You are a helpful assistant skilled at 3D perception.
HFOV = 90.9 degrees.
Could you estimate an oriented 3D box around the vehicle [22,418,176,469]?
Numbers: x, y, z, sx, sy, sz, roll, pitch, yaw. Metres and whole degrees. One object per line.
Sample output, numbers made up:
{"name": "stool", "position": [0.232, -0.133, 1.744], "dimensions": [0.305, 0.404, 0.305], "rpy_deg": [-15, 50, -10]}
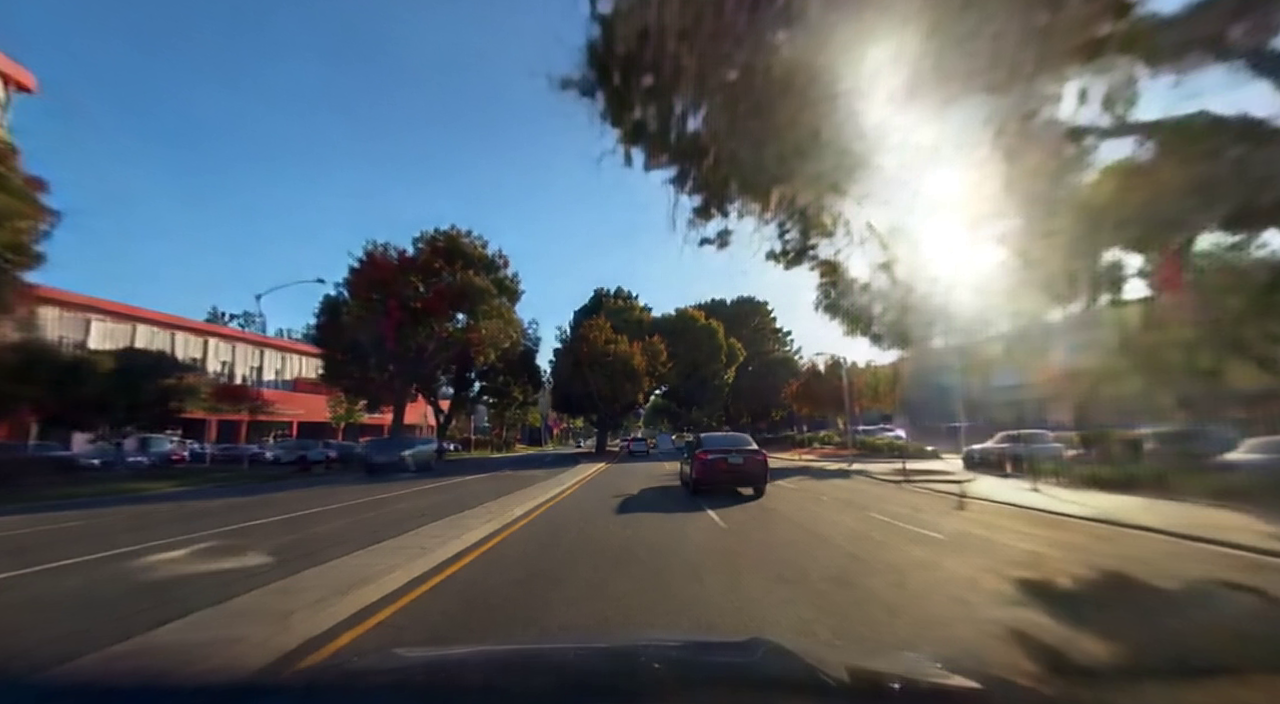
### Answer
{"name": "vehicle", "position": [-35.201, 5.994, 41.249], "dimensions": [7.010, 3.172, 3.077], "rpy_deg": [0, -8, -1]}

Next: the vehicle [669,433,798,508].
{"name": "vehicle", "position": [1.971, 2.702, 14.896], "dimensions": [2.091, 1.472, 4.697], "rpy_deg": [0, -8, -3]}

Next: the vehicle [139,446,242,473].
{"name": "vehicle", "position": [-23.461, 5.589, 32.976], "dimensions": [4.077, 1.342, 1.813], "rpy_deg": [-1, -8, 4]}

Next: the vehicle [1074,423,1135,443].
{"name": "vehicle", "position": [34.219, 6.028, 46.558], "dimensions": [1.882, 1.392, 4.562], "rpy_deg": [-2, -8, 12]}

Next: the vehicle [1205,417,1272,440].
{"name": "vehicle", "position": [41.909, 5.397, 44.212], "dimensions": [1.798, 1.447, 3.784], "rpy_deg": [-3, -9, 17]}

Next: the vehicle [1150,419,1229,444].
{"name": "vehicle", "position": [34.967, 5.129, 40.254], "dimensions": [1.842, 1.473, 4.620], "rpy_deg": [-2, -8, 15]}
